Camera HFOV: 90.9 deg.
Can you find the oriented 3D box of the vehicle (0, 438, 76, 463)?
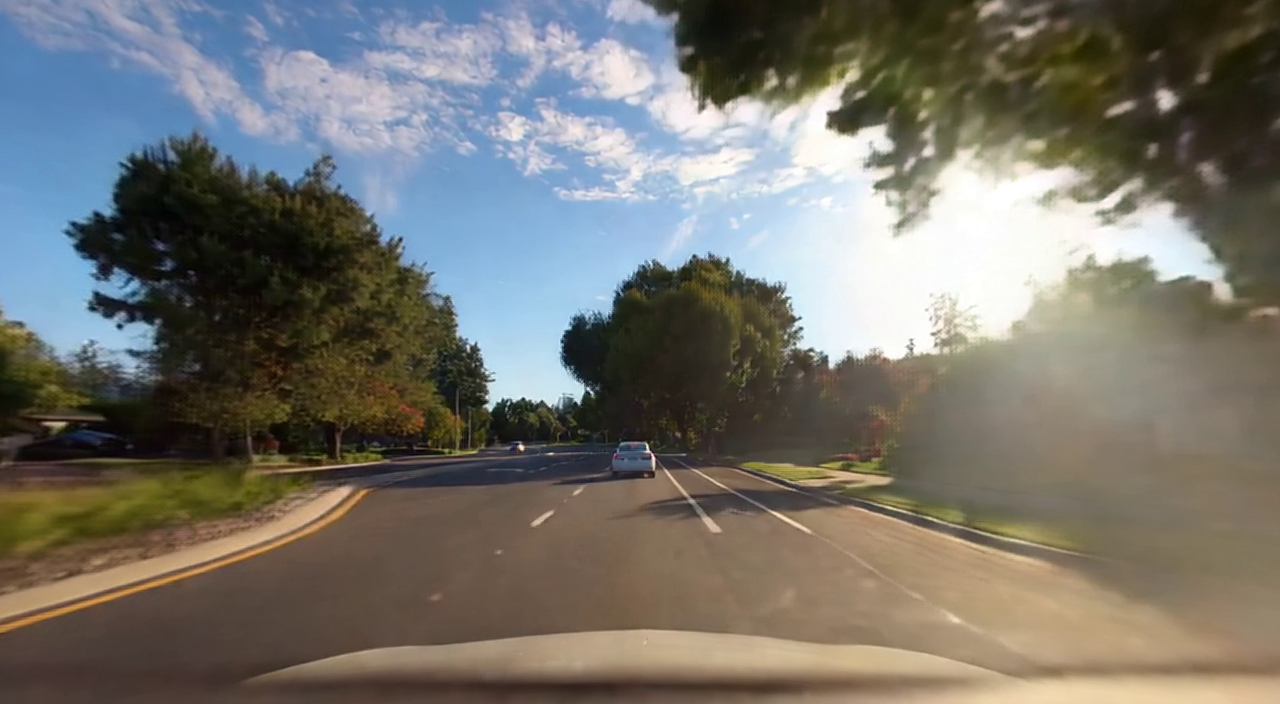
[{"bbox_3d":[-35.148,5.677,36.377,3.471,1.391,1.625,0,-9,-1],"label":"vehicle"}]

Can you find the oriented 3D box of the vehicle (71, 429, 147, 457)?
[{"bbox_3d":[-35.172,6.029,41.801,3.451,1.541,1.784,3,-8,7],"label":"vehicle"}]

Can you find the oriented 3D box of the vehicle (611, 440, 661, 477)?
[{"bbox_3d":[-0.145,4.589,27.435,2.009,1.456,4.003,0,-9,1],"label":"vehicle"}]
